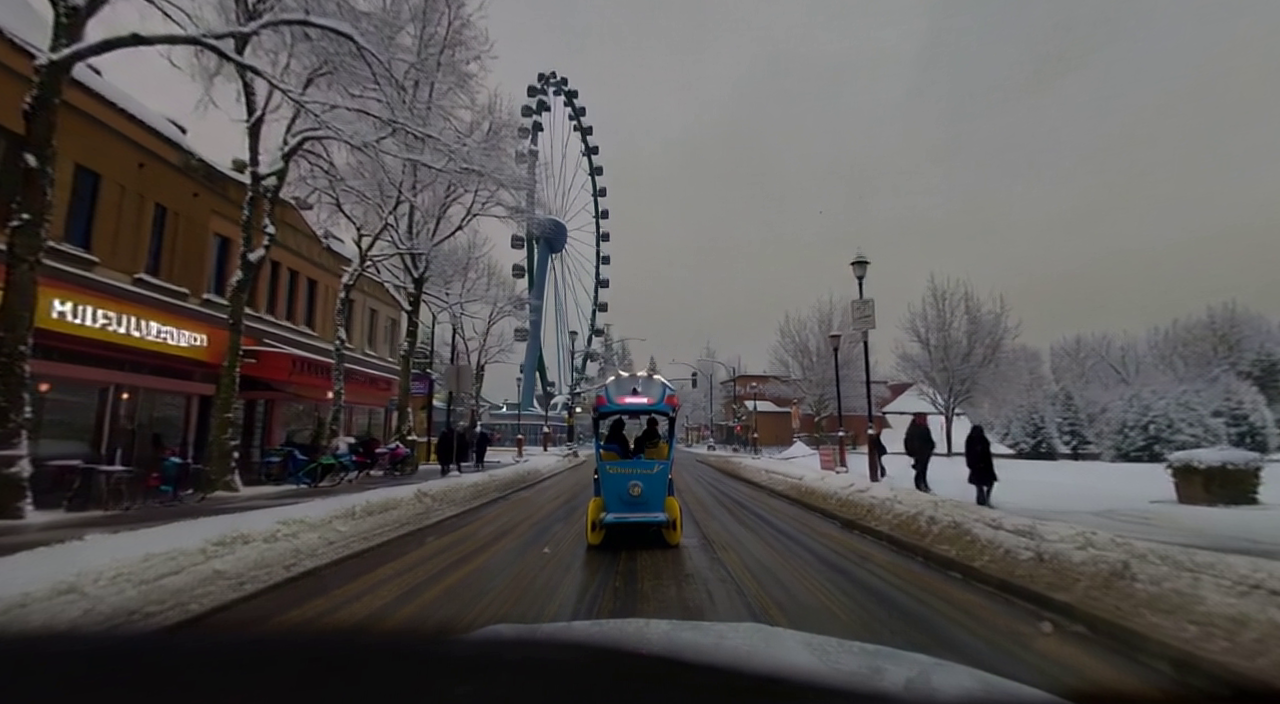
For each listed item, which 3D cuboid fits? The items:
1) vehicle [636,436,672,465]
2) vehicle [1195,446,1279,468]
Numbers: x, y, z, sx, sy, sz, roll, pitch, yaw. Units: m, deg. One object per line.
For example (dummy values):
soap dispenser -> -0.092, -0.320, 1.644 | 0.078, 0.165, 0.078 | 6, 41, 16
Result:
vehicle -> 0.931, 6.387, 40.826 | 2.221, 1.773, 4.228 | 0, -9, 2
vehicle -> 41.713, 7.305, 43.859 | 4.120, 1.445, 1.893 | -2, -9, 10
